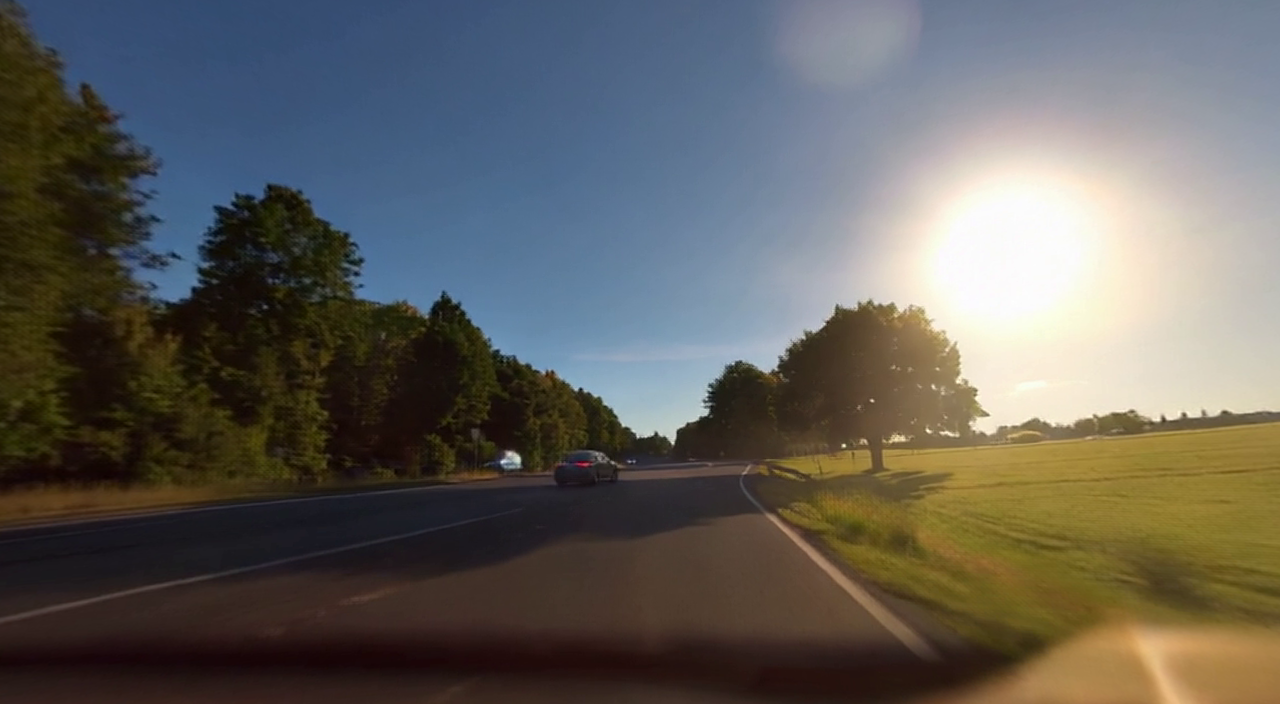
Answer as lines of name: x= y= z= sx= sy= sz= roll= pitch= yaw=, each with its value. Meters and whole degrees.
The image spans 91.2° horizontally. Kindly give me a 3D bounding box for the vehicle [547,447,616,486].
vehicle: x=-2.592 y=5.222 z=28.851 sx=2.106 sy=1.679 sz=3.908 roll=-2 pitch=-9 yaw=12
